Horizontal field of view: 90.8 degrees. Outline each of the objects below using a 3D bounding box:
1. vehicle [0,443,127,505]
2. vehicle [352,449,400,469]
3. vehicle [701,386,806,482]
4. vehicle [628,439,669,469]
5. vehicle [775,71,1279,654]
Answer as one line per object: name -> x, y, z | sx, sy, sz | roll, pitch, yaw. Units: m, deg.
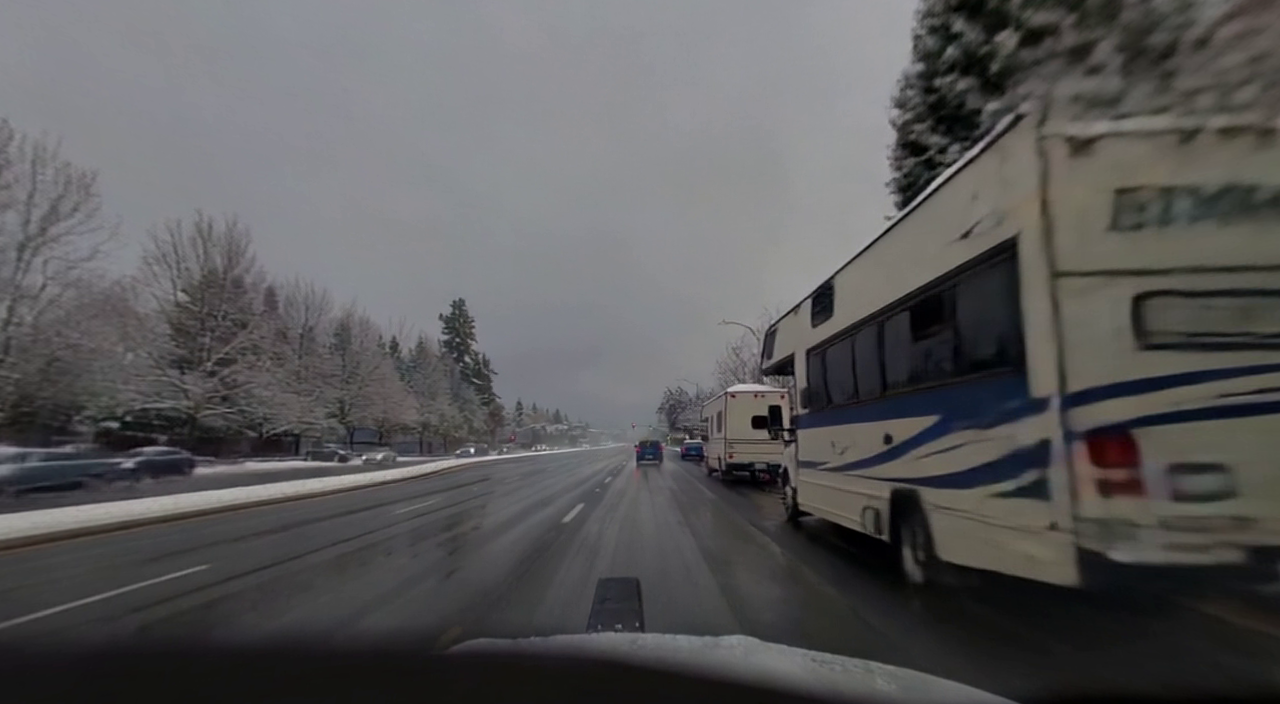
vehicle -> -17.484, 3.393, 17.901 | 2.067, 1.578, 4.457 | 0, -9, 1
vehicle -> -20.350, 8.222, 48.820 | 1.796, 1.445, 4.236 | 0, -9, 1
vehicle -> 4.283, 3.451, 25.784 | 2.924, 3.250, 7.780 | -1, -9, 1
vehicle -> 0.448, 5.613, 35.007 | 2.103, 1.506, 4.742 | 0, -9, 0
vehicle -> 4.112, 0.566, 8.377 | 2.896, 3.921, 8.415 | 0, -9, 1
